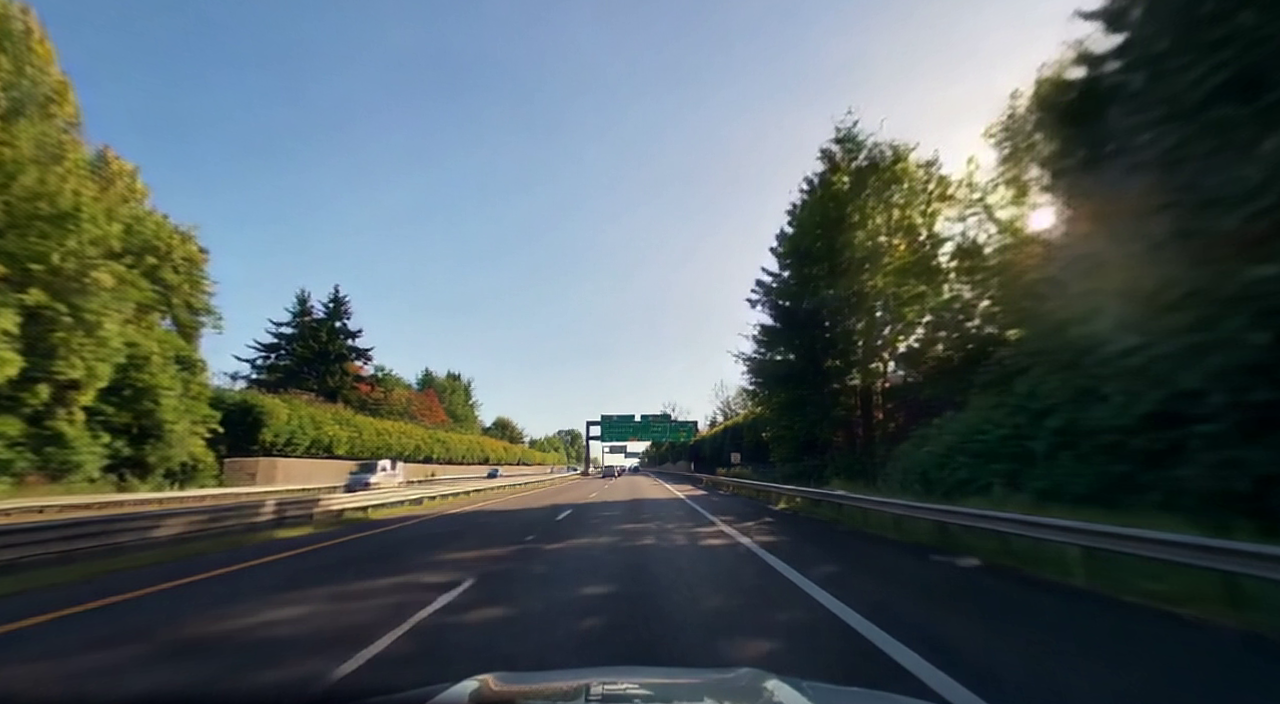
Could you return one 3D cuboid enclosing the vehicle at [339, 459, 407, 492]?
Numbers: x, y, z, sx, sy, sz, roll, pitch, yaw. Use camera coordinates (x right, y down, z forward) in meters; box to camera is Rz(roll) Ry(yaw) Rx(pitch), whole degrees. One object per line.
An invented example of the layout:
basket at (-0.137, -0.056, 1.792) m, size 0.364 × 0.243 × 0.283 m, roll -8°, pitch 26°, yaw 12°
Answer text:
vehicle at (-16.519, 7.662, 39.238) m, size 2.055 × 1.872 × 4.733 m, roll 1°, pitch -10°, yaw 0°
